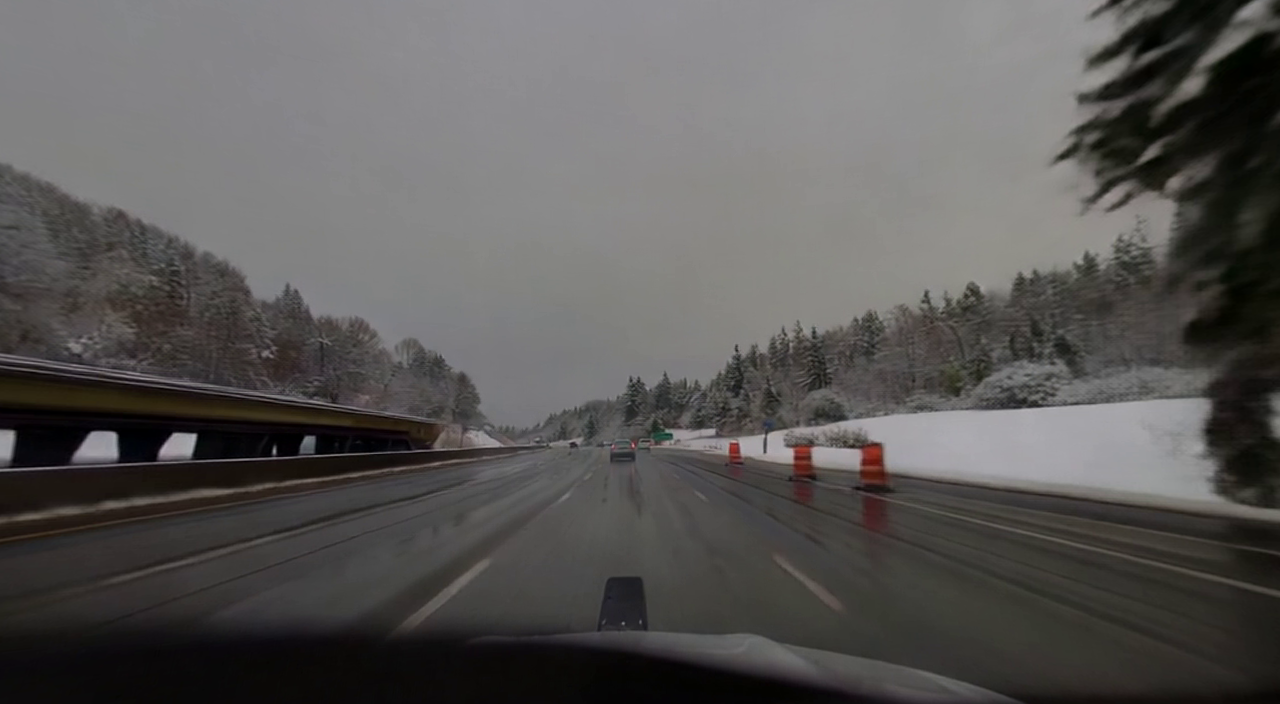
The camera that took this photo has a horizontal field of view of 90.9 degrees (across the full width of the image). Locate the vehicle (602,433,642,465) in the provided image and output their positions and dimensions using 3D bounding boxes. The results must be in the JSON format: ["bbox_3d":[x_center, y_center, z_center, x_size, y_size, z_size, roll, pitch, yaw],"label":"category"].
[{"bbox_3d":[-1.181,6.011,39.247,2.328,1.805,4.502,0,-8,-3],"label":"vehicle"}]
